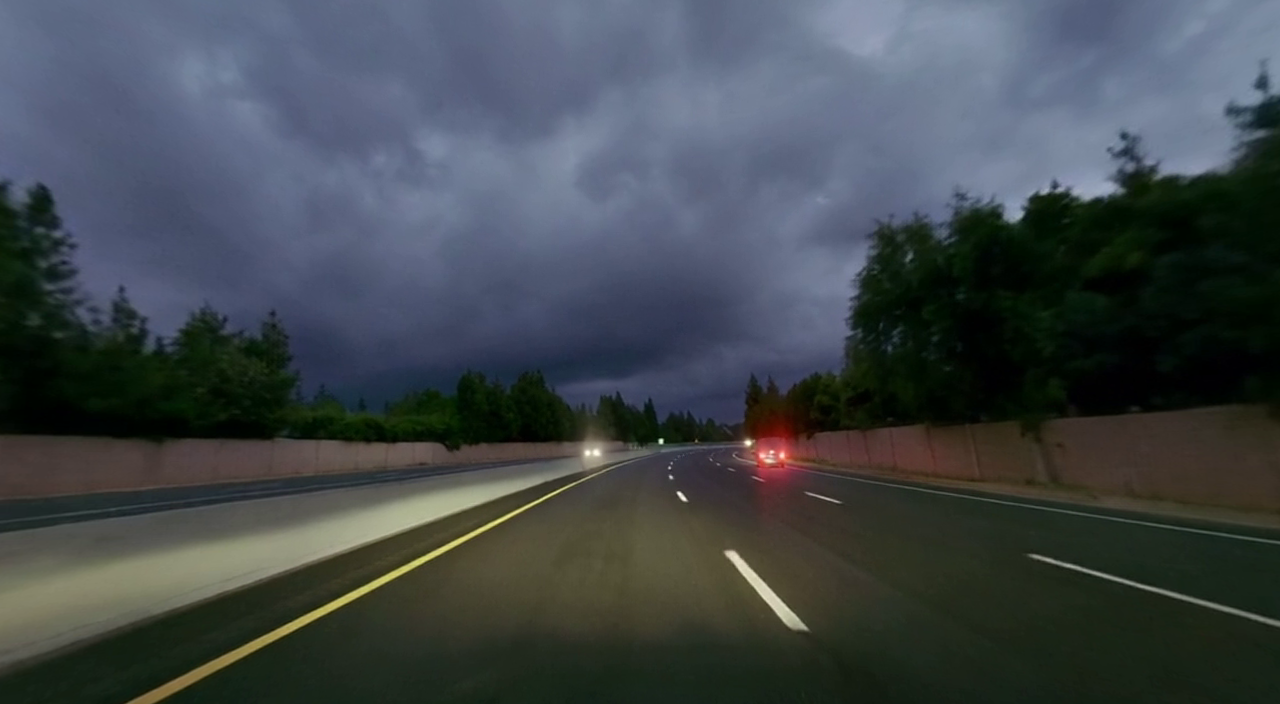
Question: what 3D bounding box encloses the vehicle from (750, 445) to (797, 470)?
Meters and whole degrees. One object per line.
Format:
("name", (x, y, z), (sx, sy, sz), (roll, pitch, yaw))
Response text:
("vehicle", (8.496, 6.734, 40.429), (1.983, 1.486, 4.545), (-1, -9, 0))
